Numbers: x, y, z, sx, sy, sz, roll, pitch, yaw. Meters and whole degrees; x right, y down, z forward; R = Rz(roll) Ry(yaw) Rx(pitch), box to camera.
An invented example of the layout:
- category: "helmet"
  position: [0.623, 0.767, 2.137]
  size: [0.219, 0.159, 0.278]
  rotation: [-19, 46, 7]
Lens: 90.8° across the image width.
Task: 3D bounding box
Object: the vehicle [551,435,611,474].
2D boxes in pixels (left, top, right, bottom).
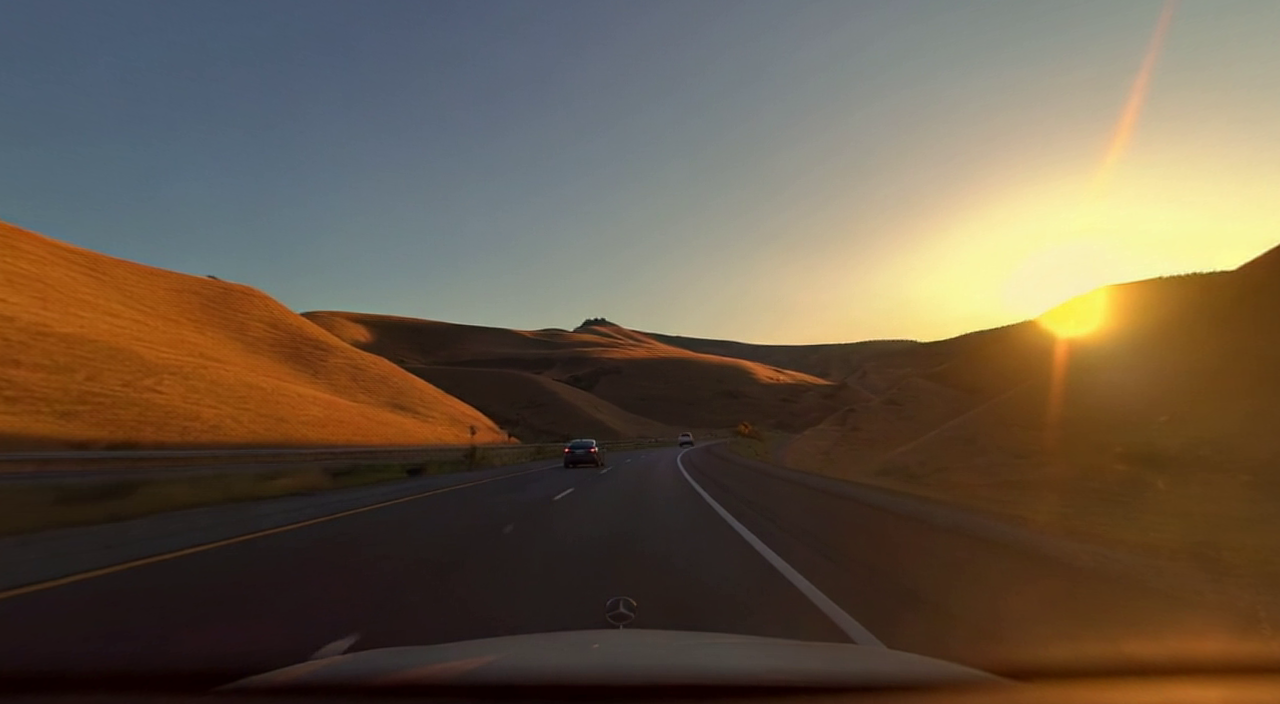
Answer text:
- category: "vehicle"
  position: [-2.794, 5.038, 31.130]
  size: [2.252, 1.743, 4.560]
  rotation: [-1, -9, 4]
